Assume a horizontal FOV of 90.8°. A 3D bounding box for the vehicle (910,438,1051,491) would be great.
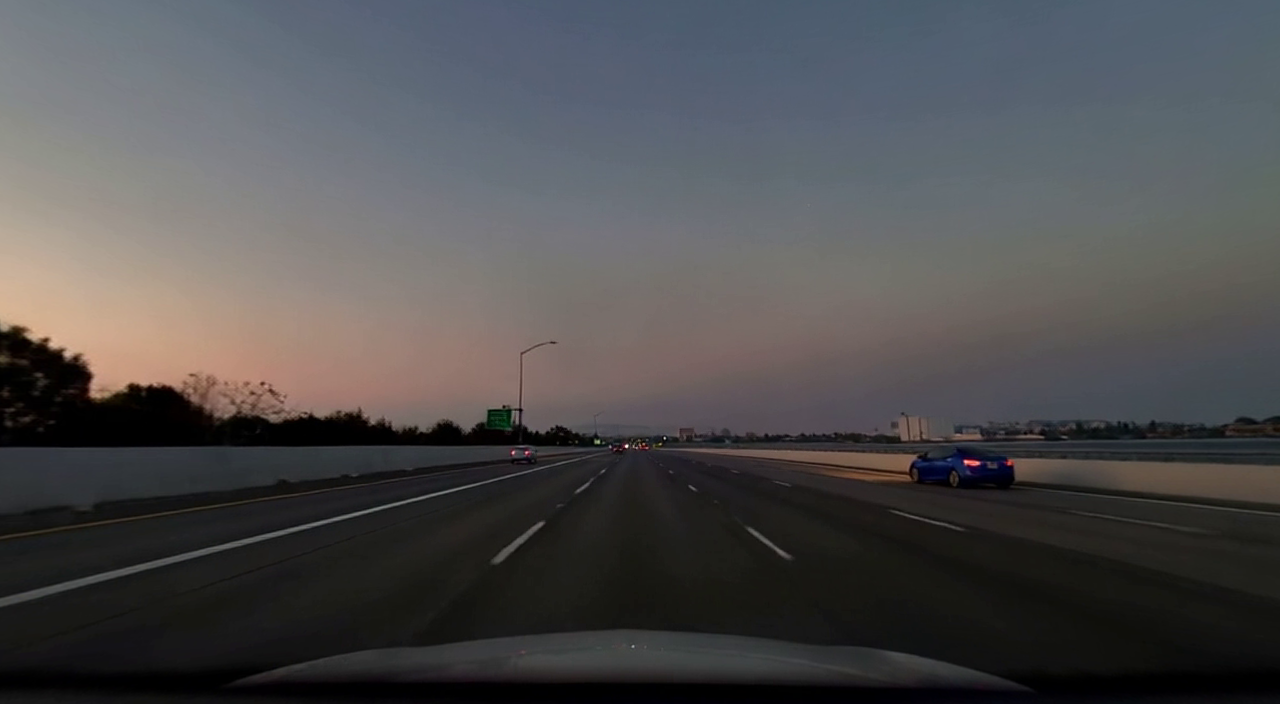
[{"bbox_3d":[10.780,3.573,20.473,1.985,1.493,4.486,0,-8,-1],"label":"vehicle"}]
